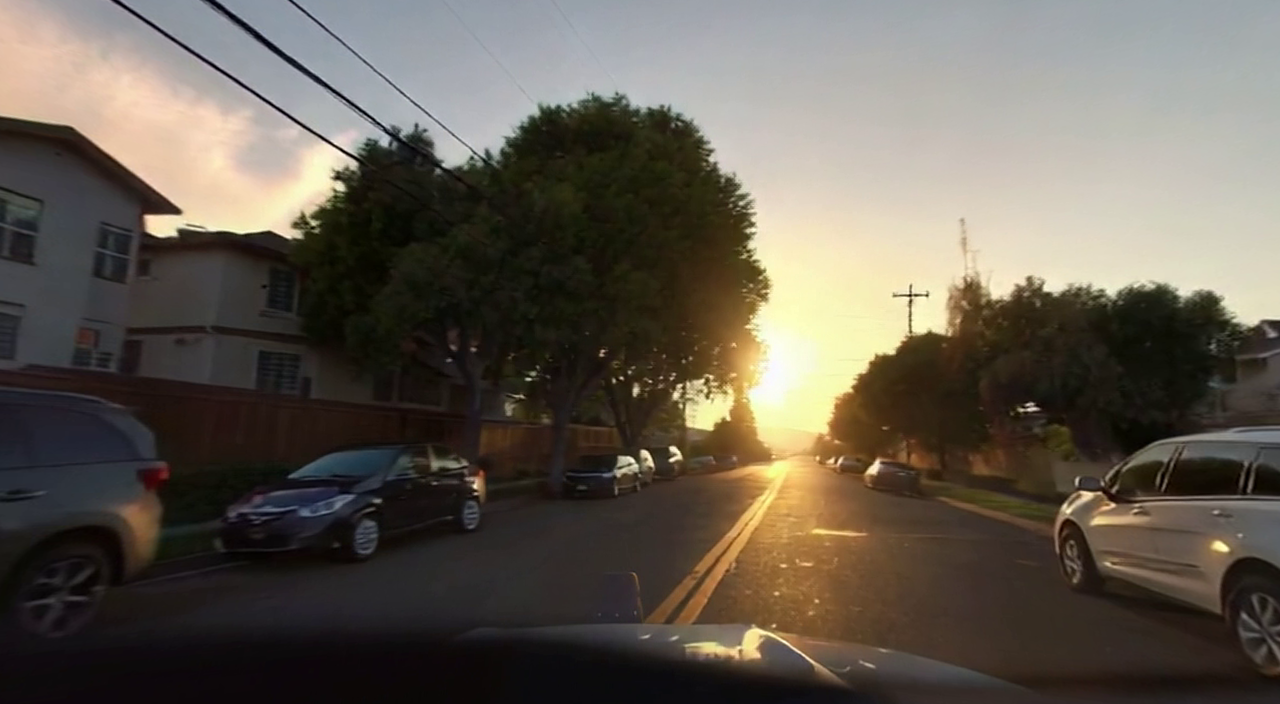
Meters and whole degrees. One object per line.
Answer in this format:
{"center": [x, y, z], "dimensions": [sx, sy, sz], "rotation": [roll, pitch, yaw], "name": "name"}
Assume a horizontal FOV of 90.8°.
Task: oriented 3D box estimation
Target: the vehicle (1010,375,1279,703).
{"center": [5.247, 1.340, 5.165], "dimensions": [2.226, 1.928, 5.339], "rotation": [-2, -9, 13], "name": "vehicle"}

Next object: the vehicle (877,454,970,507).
{"center": [9.582, 4.308, 21.746], "dimensions": [1.870, 1.536, 4.568], "rotation": [-1, -9, 11], "name": "vehicle"}

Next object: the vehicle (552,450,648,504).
{"center": [-1.137, 3.953, 20.585], "dimensions": [1.897, 1.523, 4.626], "rotation": [-2, -9, 13], "name": "vehicle"}

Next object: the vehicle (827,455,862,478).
{"center": [15.820, 8.861, 49.124], "dimensions": [2.310, 1.527, 4.705], "rotation": [0, -8, 14], "name": "vehicle"}

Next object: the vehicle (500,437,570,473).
{"center": [-5.856, 5.845, 36.057], "dimensions": [2.232, 1.836, 5.443], "rotation": [-1, -9, 10], "name": "vehicle"}

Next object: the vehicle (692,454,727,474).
{"center": [5.502, 8.793, 49.841], "dimensions": [1.960, 1.460, 4.425], "rotation": [-2, -10, 16], "name": "vehicle"}

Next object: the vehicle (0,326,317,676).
{"center": [-4.886, 0.829, 3.397], "dimensions": [2.385, 1.967, 5.971], "rotation": [-2, -7, 10], "name": "vehicle"}
